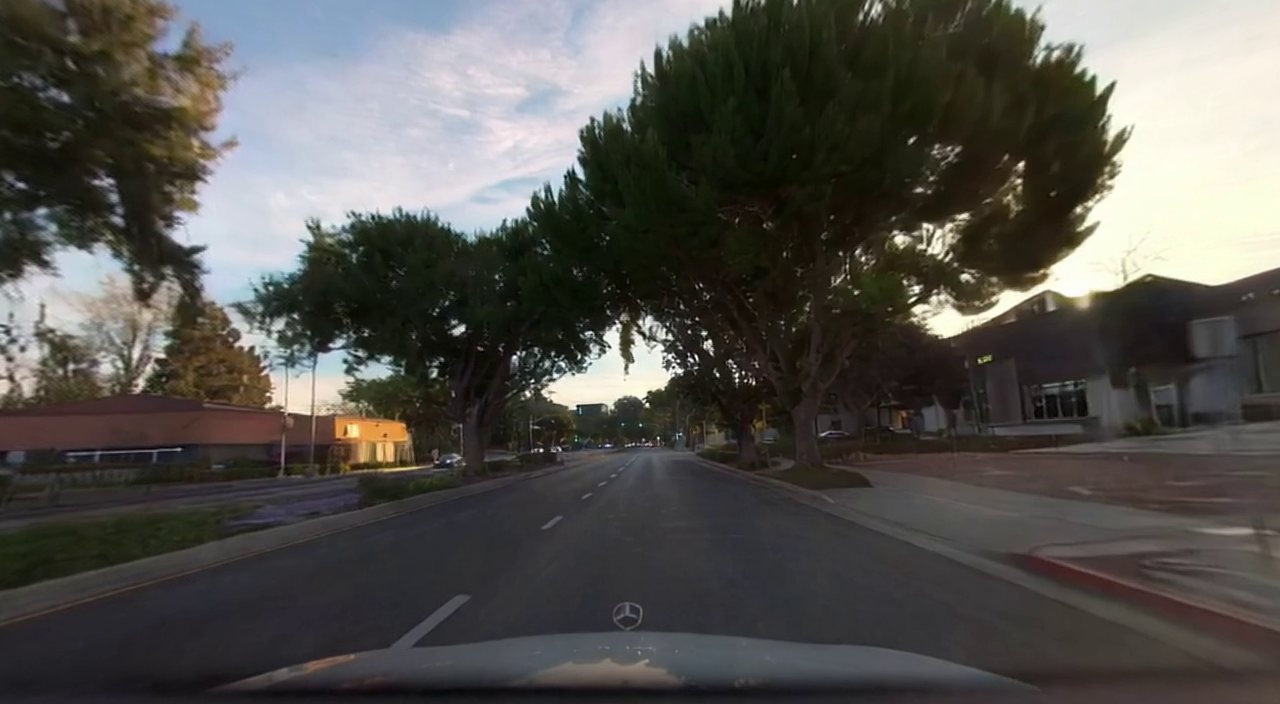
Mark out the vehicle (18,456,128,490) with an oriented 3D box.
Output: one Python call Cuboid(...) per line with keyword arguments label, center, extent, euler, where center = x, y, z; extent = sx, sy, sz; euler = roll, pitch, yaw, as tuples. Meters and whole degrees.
Cuboid(label="vehicle", center=(-27.236, 5.809, 30.239), extent=(3.592, 1.501, 1.697), euler=(0, -9, 1))
